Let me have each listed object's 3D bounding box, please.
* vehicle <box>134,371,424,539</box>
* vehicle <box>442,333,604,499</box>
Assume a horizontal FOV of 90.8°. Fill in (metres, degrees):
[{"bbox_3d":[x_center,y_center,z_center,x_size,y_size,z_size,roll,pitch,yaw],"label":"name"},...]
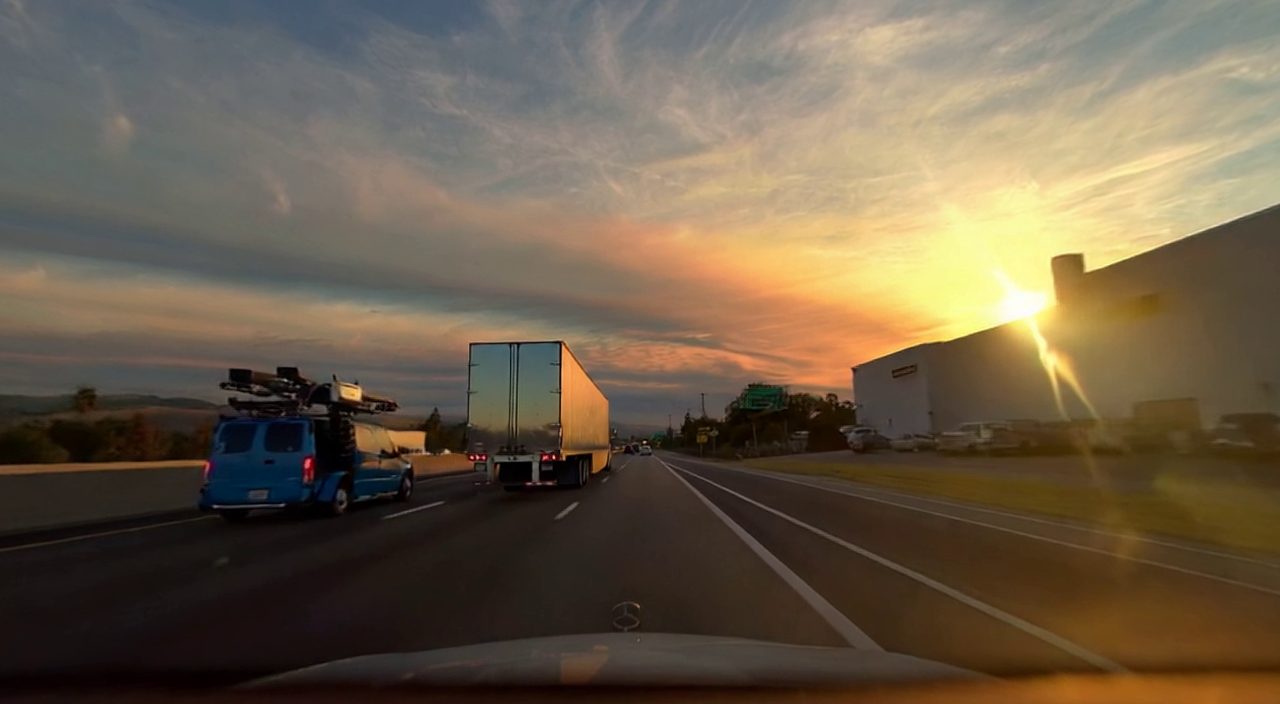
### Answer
[{"bbox_3d":[-6.809,2.075,13.166,2.385,2.672,6.049,0,-8,0],"label":"vehicle"},{"bbox_3d":[-3.404,2.779,24.084,2.939,4.132,16.303,1,-8,0],"label":"vehicle"}]
